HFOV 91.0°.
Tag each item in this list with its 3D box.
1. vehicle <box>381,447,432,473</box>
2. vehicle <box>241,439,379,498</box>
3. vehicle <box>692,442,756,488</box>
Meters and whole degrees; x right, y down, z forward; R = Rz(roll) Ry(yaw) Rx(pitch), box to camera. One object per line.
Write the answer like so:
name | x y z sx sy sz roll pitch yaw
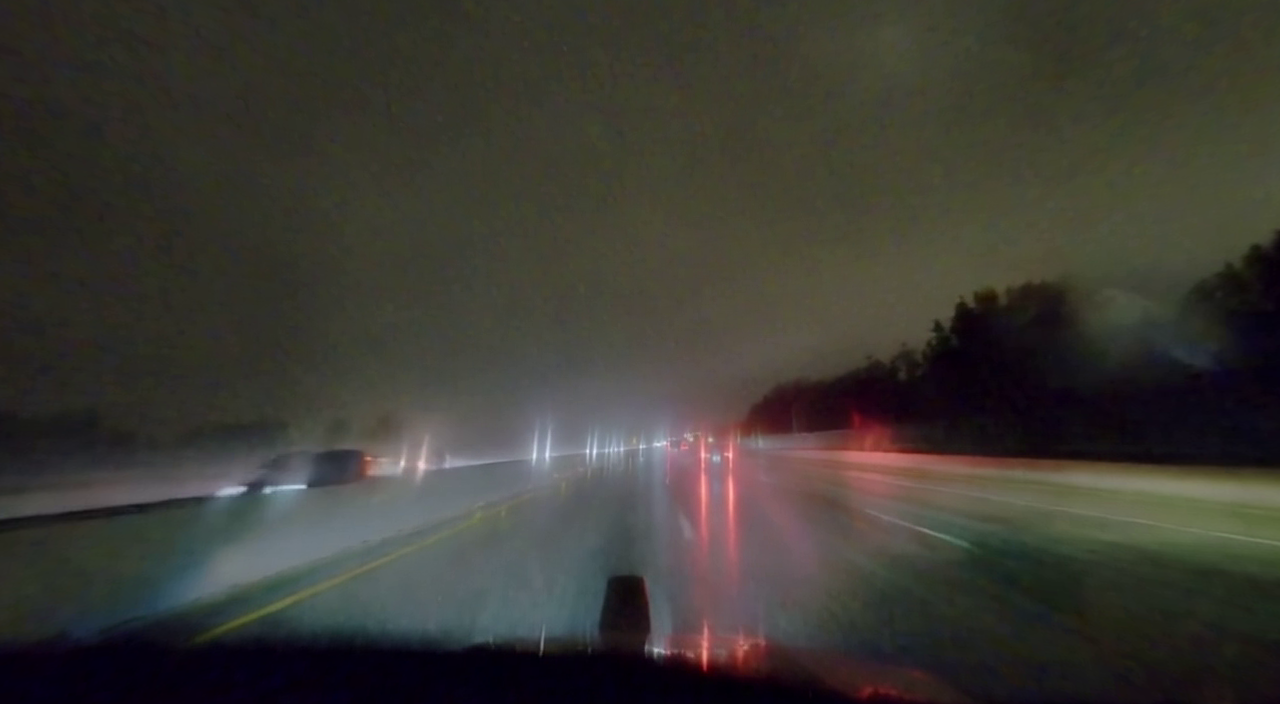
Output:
vehicle | -16.471 7.611 44.599 1.919 1.632 4.313 -2 -8 2
vehicle | -9.913 3.490 19.379 1.729 1.580 4.432 0 -8 2
vehicle | 2.732 3.728 21.176 1.683 1.400 3.868 0 -8 1
